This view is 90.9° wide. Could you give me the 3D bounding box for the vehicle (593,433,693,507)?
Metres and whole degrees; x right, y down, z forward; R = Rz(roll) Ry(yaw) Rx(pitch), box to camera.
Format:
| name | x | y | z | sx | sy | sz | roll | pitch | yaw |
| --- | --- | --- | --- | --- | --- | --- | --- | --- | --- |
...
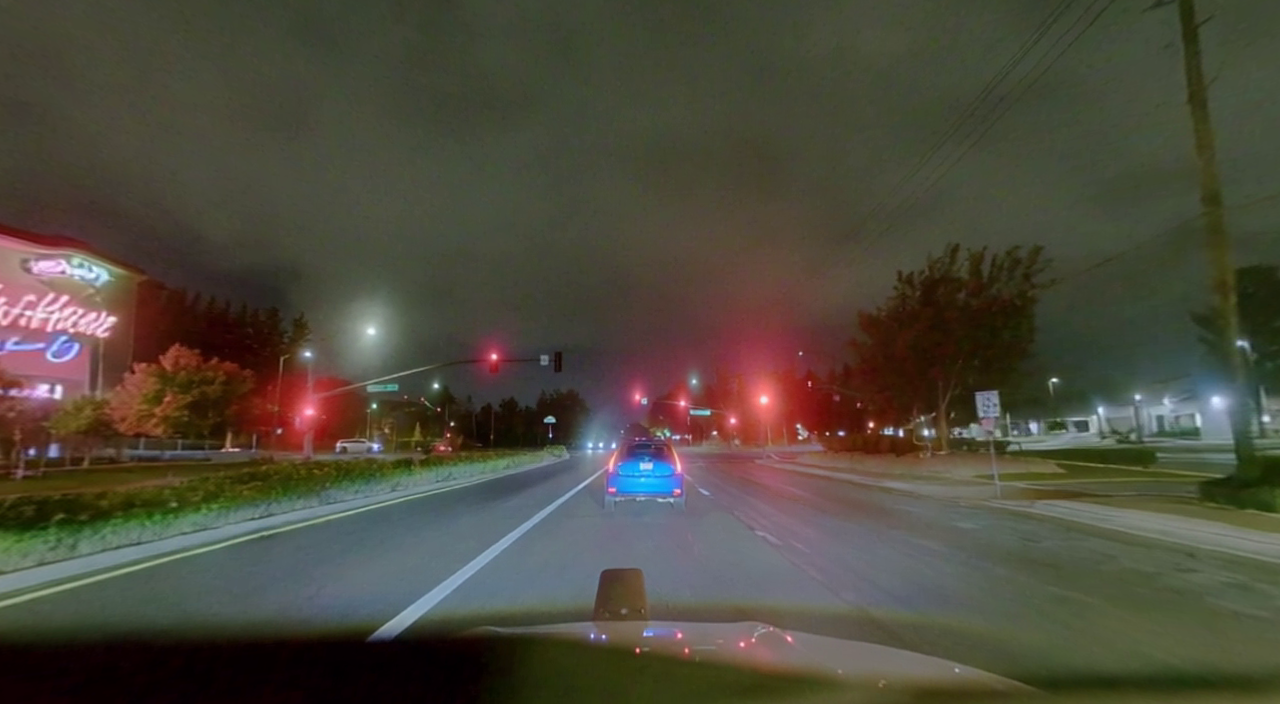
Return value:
| name | x | y | z | sx | sy | sz | roll | pitch | yaw |
| --- | --- | --- | --- | --- | --- | --- | --- | --- | --- |
| vehicle | 0.023 | 2.725 | 15.101 | 2.028 | 1.478 | 4.545 | 0 | -8 | -1 |
